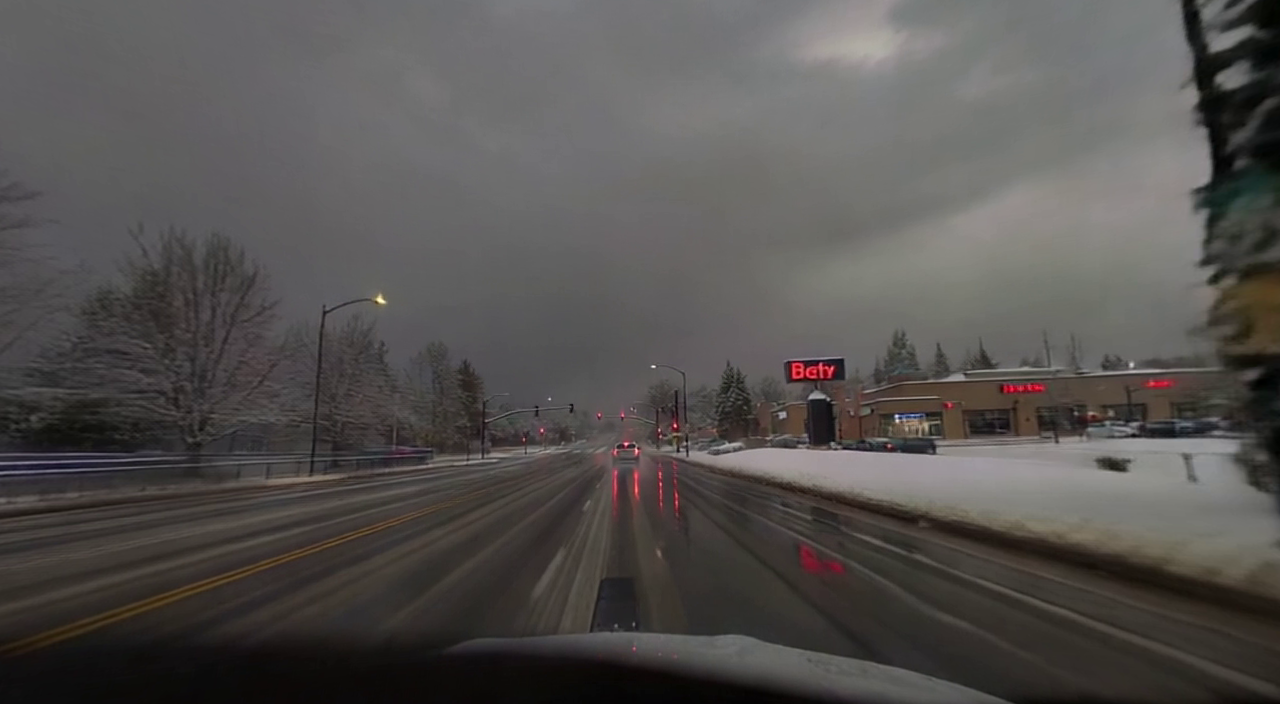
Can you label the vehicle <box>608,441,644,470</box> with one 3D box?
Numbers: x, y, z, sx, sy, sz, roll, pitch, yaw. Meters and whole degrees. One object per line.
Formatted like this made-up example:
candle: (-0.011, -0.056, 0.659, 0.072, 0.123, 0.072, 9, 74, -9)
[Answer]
vehicle: (-0.846, 6.297, 38.532, 2.024, 1.628, 4.774, 0, -9, -1)
